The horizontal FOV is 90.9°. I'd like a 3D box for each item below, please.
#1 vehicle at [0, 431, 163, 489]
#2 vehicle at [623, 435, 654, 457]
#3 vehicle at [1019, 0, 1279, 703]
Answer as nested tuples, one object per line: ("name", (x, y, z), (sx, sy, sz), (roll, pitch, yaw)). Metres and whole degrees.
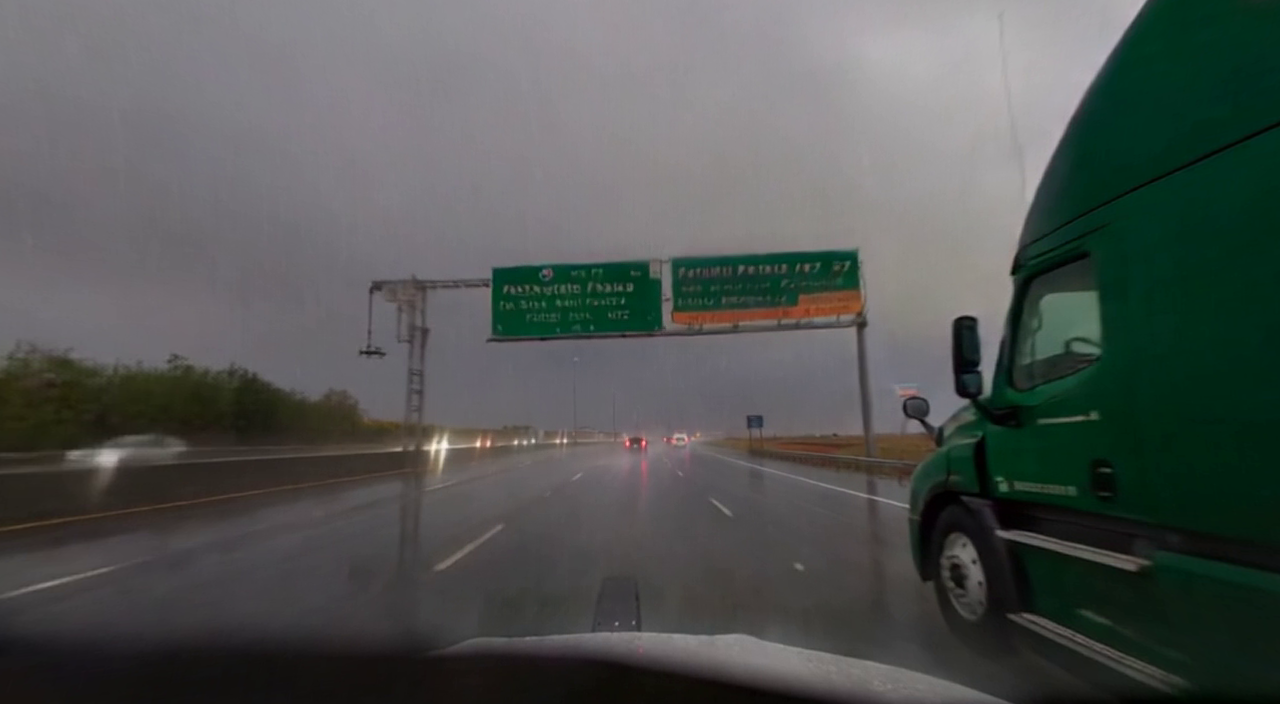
("vehicle", (-18.163, 3.364, 20.177), (1.934, 1.600, 4.908), (0, -8, 0))
("vehicle", (-0.094, 6.853, 46.057), (2.140, 1.475, 3.969), (0, -8, 0))
("vehicle", (3.782, -0.395, 0.282), (3.222, 3.915, 6.030), (0, -8, -1))
